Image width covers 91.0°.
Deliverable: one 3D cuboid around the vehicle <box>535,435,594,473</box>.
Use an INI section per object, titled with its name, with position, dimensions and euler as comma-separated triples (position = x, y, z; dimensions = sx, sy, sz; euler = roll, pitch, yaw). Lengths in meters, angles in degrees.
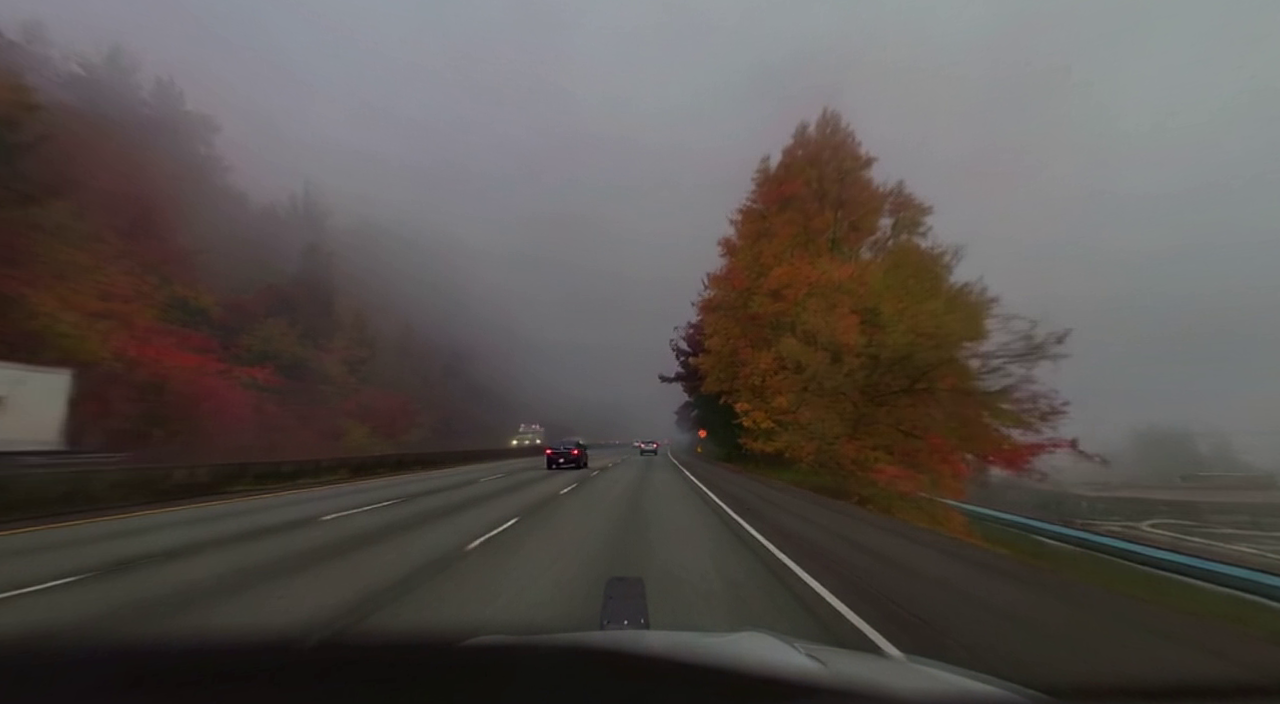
[vehicle]
position = -3.524, 4.863, 30.260
dimensions = 2.123, 1.643, 4.479
euler = 0, -8, 2
